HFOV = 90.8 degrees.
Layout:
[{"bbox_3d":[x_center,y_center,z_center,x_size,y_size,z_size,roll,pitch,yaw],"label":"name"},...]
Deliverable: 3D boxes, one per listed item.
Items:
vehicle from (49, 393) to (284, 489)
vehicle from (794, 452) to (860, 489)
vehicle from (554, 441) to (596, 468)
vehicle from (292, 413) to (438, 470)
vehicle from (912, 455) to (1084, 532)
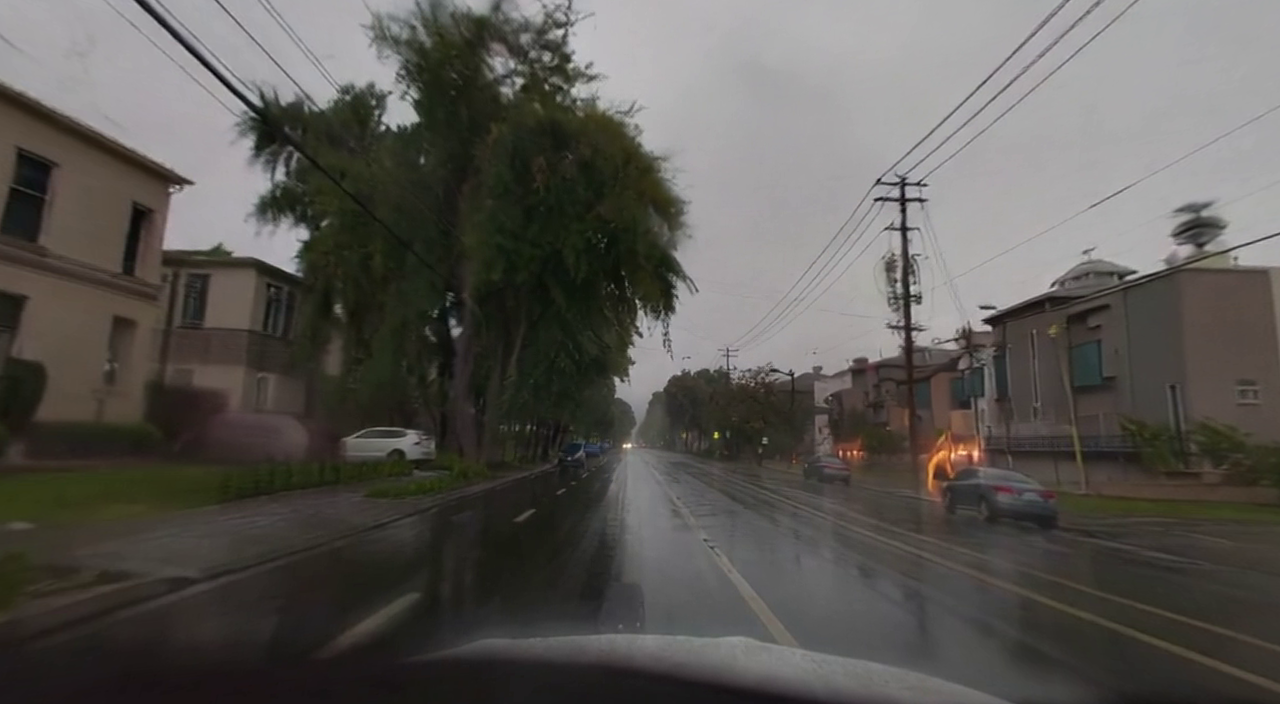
[{"bbox_3d":[-11.347,2.116,15.292,4.314,1.790,2.035,3,-8,13],"label":"vehicle"},{"bbox_3d":[9.324,5.922,31.902,1.930,1.456,4.511,8,-9,1],"label":"vehicle"},{"bbox_3d":[-3.765,6.050,37.452,2.021,1.475,4.523,0,-9,0],"label":"vehicle"},{"bbox_3d":[-10.853,3.590,25.278,4.702,1.828,2.226,4,-9,-1],"label":"vehicle"},{"bbox_3d":[9.555,3.743,17.396,1.977,1.495,4.800,8,-9,1],"label":"vehicle"}]
